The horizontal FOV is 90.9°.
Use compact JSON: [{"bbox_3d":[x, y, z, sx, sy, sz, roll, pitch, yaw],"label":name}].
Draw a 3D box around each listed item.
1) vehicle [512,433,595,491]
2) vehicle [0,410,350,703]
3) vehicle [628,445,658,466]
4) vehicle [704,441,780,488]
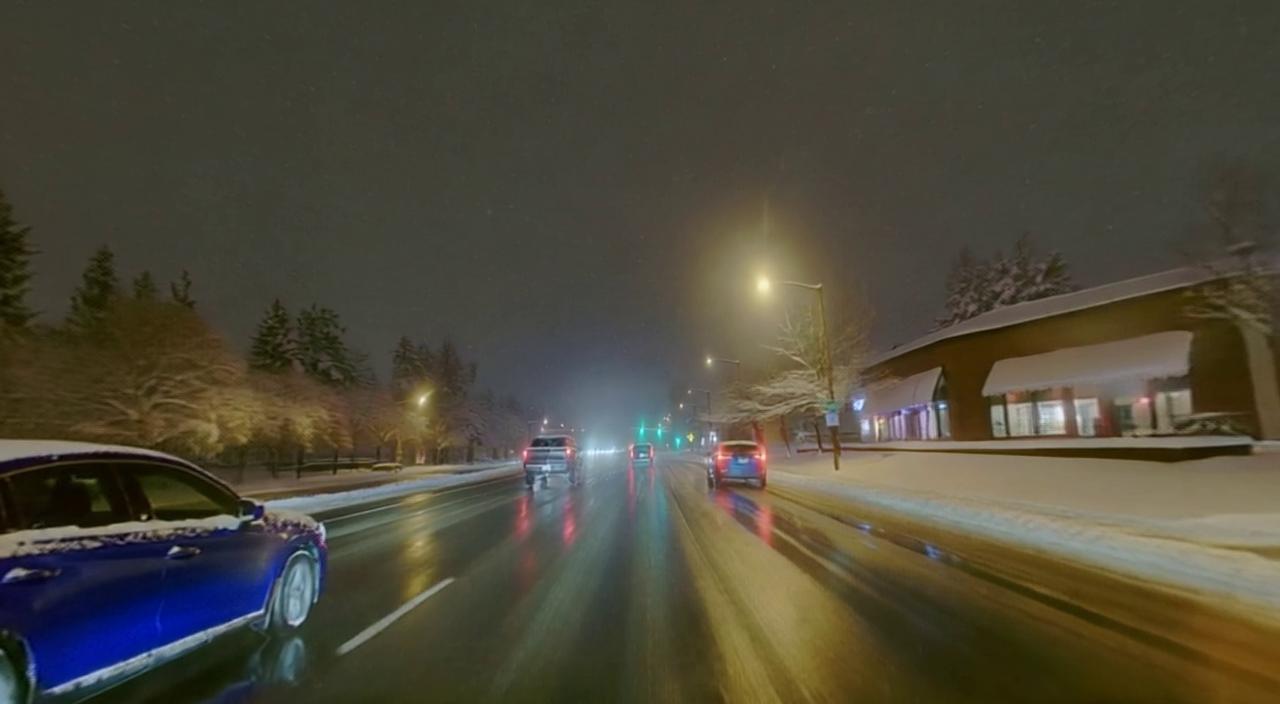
[{"bbox_3d":[-2.922,3.847,22.410,2.193,1.788,4.603,0,-8,1],"label":"vehicle"},{"bbox_3d":[-3.266,0.974,2.431,1.956,1.460,4.802,0,-8,1],"label":"vehicle"},{"bbox_3d":[0.187,7.476,45.835,2.069,1.445,3.965,0,-8,0],"label":"vehicle"},{"bbox_3d":[3.446,3.881,22.124,1.904,1.490,4.299,0,-8,0],"label":"vehicle"}]
